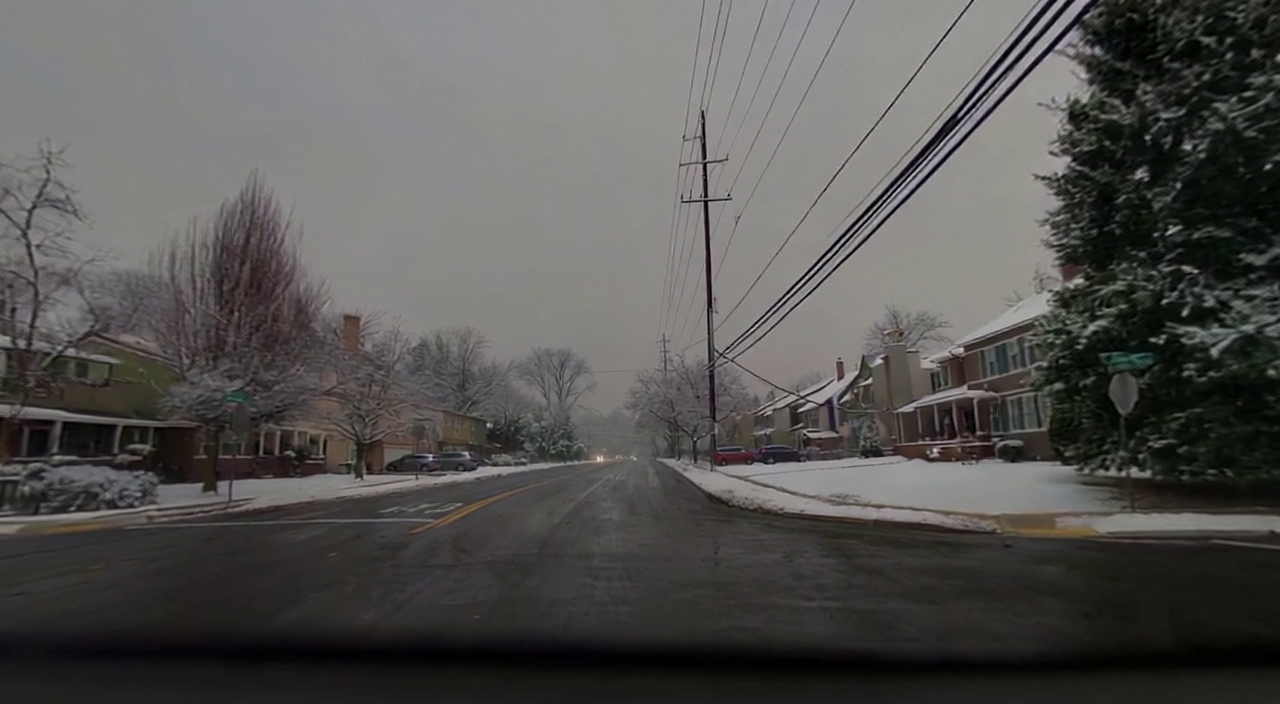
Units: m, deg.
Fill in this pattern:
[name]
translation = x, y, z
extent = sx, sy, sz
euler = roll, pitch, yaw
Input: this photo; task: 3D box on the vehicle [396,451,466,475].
[vehicle]
translation = -15.672, 8.336, 47.487
extent = 4.500, 1.714, 1.924
euler = -1, -9, 6
